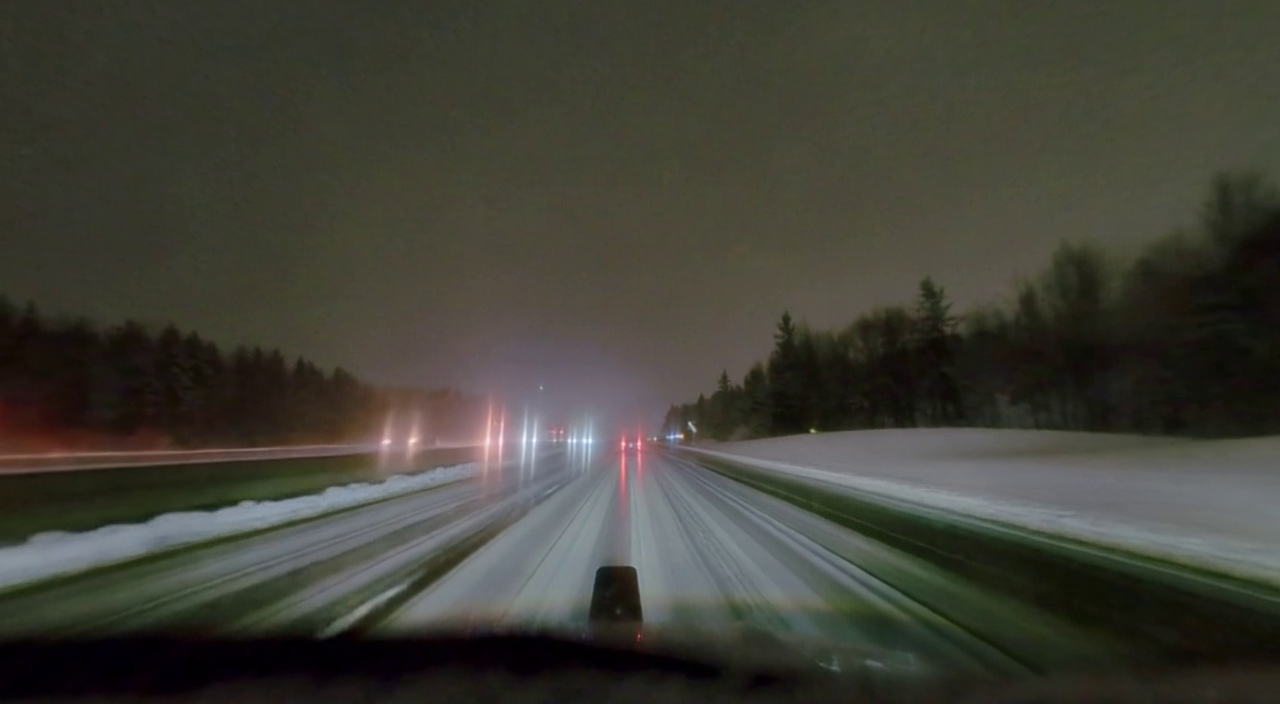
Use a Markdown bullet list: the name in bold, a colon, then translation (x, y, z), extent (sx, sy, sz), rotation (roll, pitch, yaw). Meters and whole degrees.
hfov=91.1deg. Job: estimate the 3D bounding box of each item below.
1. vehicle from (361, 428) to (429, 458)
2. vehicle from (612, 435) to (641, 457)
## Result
- **vehicle**: translation (-12.994, 4.849, 33.660), extent (1.888, 1.507, 4.509), rotation (0, -8, 0)
- **vehicle**: translation (-1.019, 6.819, 45.806), extent (2.025, 1.519, 3.924), rotation (0, -8, -2)
